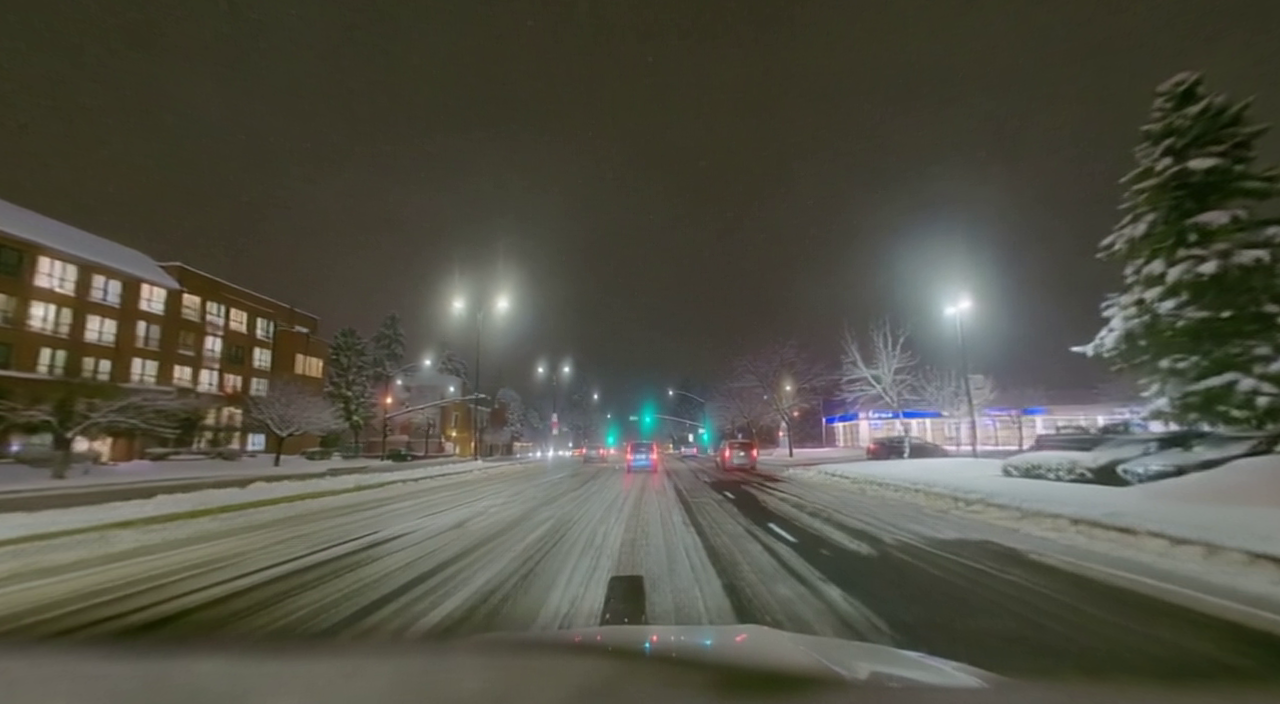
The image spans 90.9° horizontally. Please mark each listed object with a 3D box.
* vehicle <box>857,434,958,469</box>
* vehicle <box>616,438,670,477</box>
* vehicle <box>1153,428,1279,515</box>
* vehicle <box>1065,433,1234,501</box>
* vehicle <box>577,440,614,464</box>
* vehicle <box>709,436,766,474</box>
[{"bbox_3d":[15.174,5.652,35.952,4.775,1.728,1.996,-2,-9,0],"label":"vehicle"},{"bbox_3d":[0.152,4.327,26.046,2.059,1.477,3.988,0,-8,1],"label":"vehicle"},{"bbox_3d":[14.013,2.610,14.233,4.288,1.695,2.014,4,-9,-27],"label":"vehicle"},{"bbox_3d":[13.991,3.083,17.294,4.232,1.627,2.054,5,-10,-29],"label":"vehicle"},{"bbox_3d":[-2.955,6.733,42.477,2.029,1.482,4.591,-1,-8,2],"label":"vehicle"},{"bbox_3d":[4.590,4.908,30.256,2.007,1.683,4.171,0,-8,-1],"label":"vehicle"}]
